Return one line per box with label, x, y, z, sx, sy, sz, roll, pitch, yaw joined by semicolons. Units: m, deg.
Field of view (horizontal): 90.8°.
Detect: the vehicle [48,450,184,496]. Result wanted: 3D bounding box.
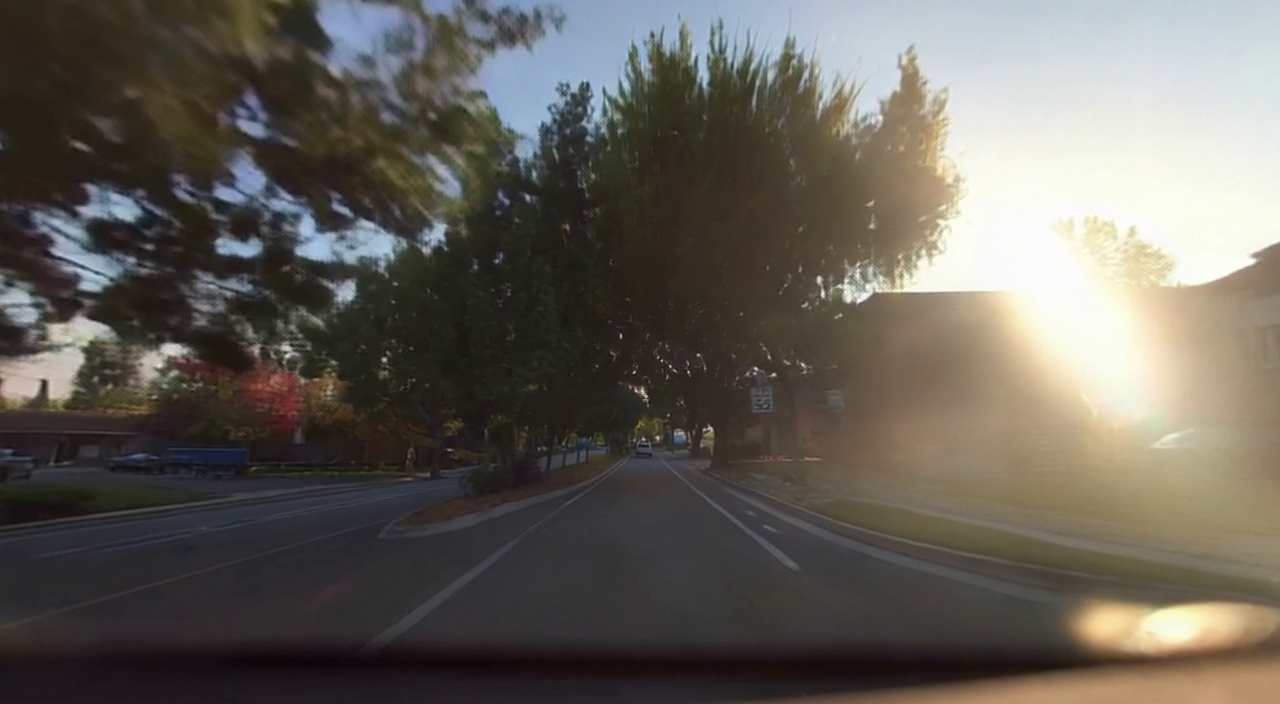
vehicle;-19.253;4.410;23.528;2.061;1.475;4.357;1;-9;-13
